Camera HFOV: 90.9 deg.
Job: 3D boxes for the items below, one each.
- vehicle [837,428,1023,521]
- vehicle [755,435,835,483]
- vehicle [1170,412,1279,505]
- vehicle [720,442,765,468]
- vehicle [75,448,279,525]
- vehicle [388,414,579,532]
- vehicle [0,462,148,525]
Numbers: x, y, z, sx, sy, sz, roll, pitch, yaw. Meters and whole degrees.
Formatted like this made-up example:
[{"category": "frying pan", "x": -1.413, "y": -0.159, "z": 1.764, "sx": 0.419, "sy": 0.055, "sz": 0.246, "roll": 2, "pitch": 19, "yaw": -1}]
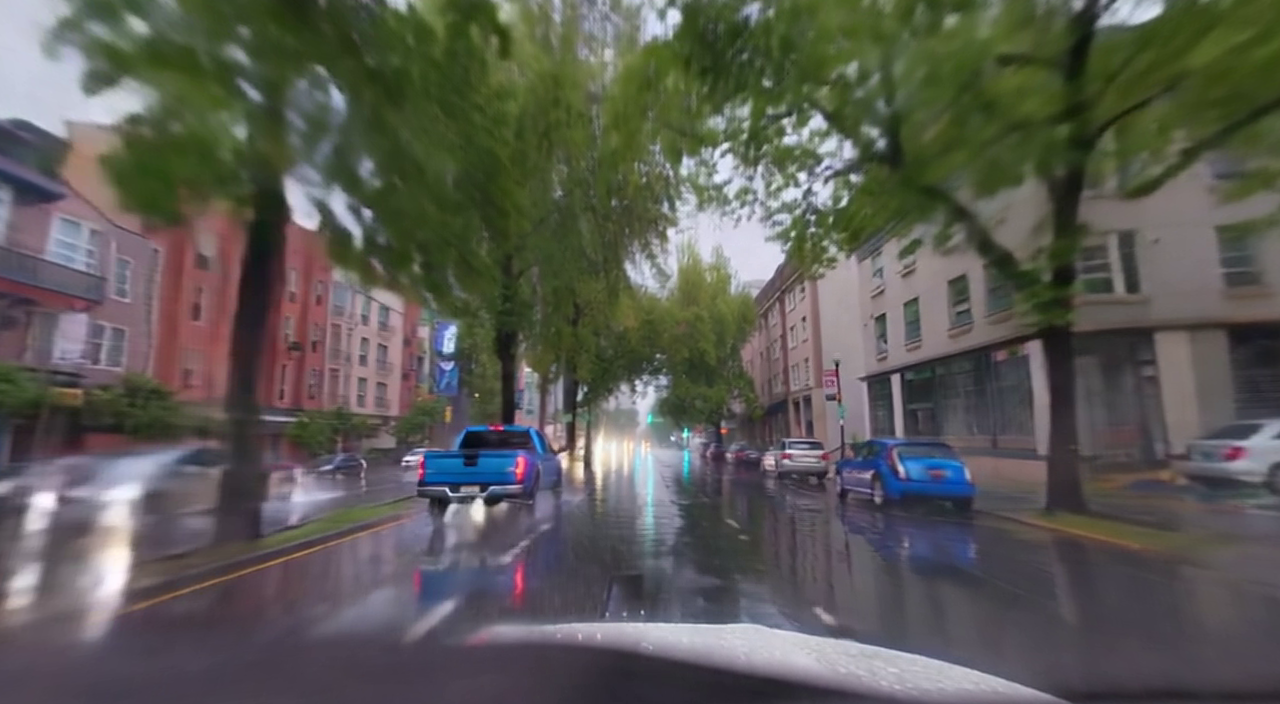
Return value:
[{"category": "vehicle", "x": 6.091, "y": 2.618, "z": 14.030, "sx": 1.928, "sy": 1.679, "sz": 4.716, "roll": 0, "pitch": -9, "yaw": 1}, {"category": "vehicle", "x": 6.117, "y": 4.264, "z": 25.478, "sx": 2.018, "sy": 1.743, "sz": 4.529, "roll": 0, "pitch": -9, "yaw": -1}, {"category": "vehicle", "x": 12.875, "y": 2.046, "z": 12.186, "sx": 1.864, "sy": 1.705, "sz": 3.878, "roll": 0, "pitch": -9, "yaw": 1}, {"category": "vehicle", "x": 6.264, "y": 6.321, "z": 38.795, "sx": 1.988, "sy": 1.514, "sz": 3.962, "roll": 0, "pitch": -9, "yaw": -2}, {"category": "vehicle", "x": -10.010, "y": 2.883, "z": 14.051, "sx": 1.685, "sy": 1.457, "sz": 3.700, "roll": 0, "pitch": -9, "yaw": 0}, {"category": "vehicle", "x": -2.664, "y": 2.260, "z": 12.416, "sx": 2.197, "sy": 1.786, "sz": 5.365, "roll": -1, "pitch": -9, "yaw": 2}, {"category": "vehicle", "x": -16.149, "y": 3.758, "z": 17.188, "sx": 1.851, "sy": 1.383, "sz": 4.507, "roll": 0, "pitch": -9, "yaw": 0}]
